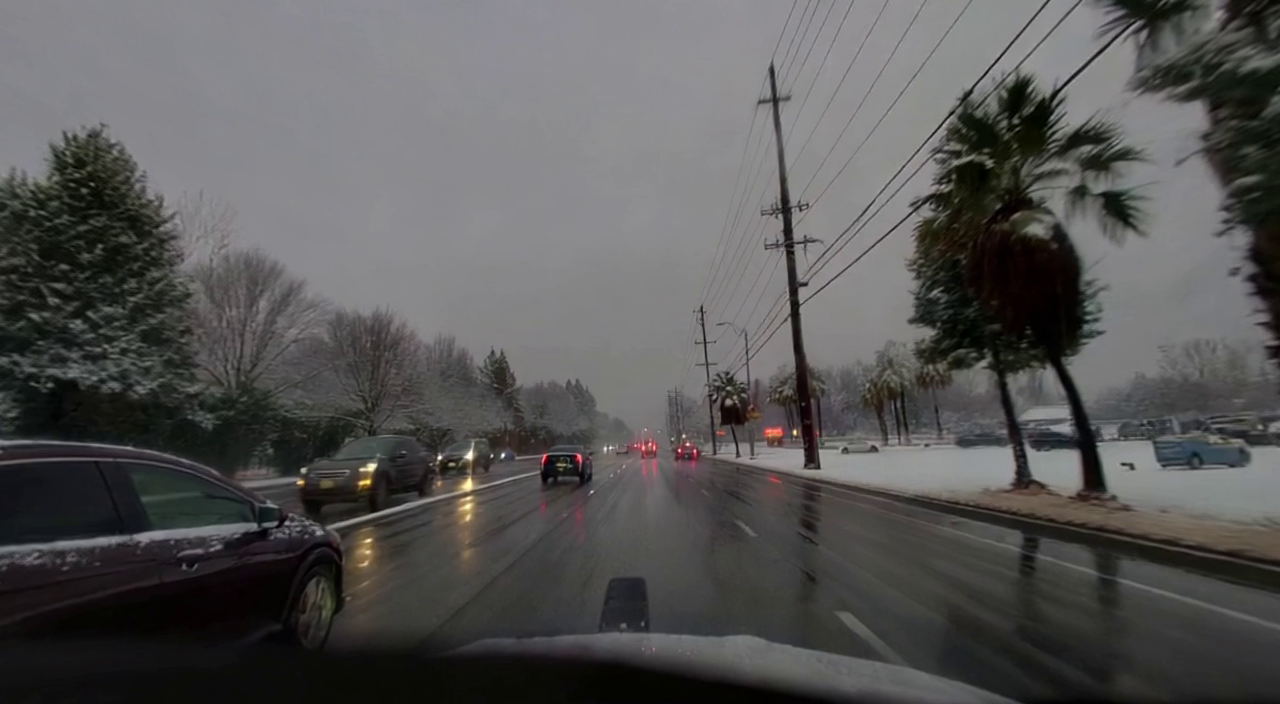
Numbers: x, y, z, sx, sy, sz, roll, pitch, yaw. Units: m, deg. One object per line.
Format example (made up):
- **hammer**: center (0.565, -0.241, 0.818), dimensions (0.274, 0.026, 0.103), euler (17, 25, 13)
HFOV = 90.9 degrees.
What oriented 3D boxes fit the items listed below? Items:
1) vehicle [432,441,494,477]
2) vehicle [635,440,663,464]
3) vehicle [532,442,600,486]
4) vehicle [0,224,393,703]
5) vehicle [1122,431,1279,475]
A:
- **vehicle**: center (-9.457, 5.732, 34.096), dimensions (2.030, 1.772, 4.513), euler (-2, -9, 1)
- **vehicle**: center (0.676, 7.862, 49.802), dimensions (2.155, 1.781, 3.977), euler (0, -9, 0)
- **vehicle**: center (-2.634, 4.105, 23.361), dimensions (1.982, 1.451, 4.152), euler (0, -9, 1)
- **vehicle**: center (-3.023, 0.611, 1.689), dimensions (2.381, 1.961, 5.563), euler (0, -9, 1)
- **vehicle**: center (20.348, 3.654, 22.899), dimensions (4.001, 1.471, 1.986), euler (0, -9, -3)
